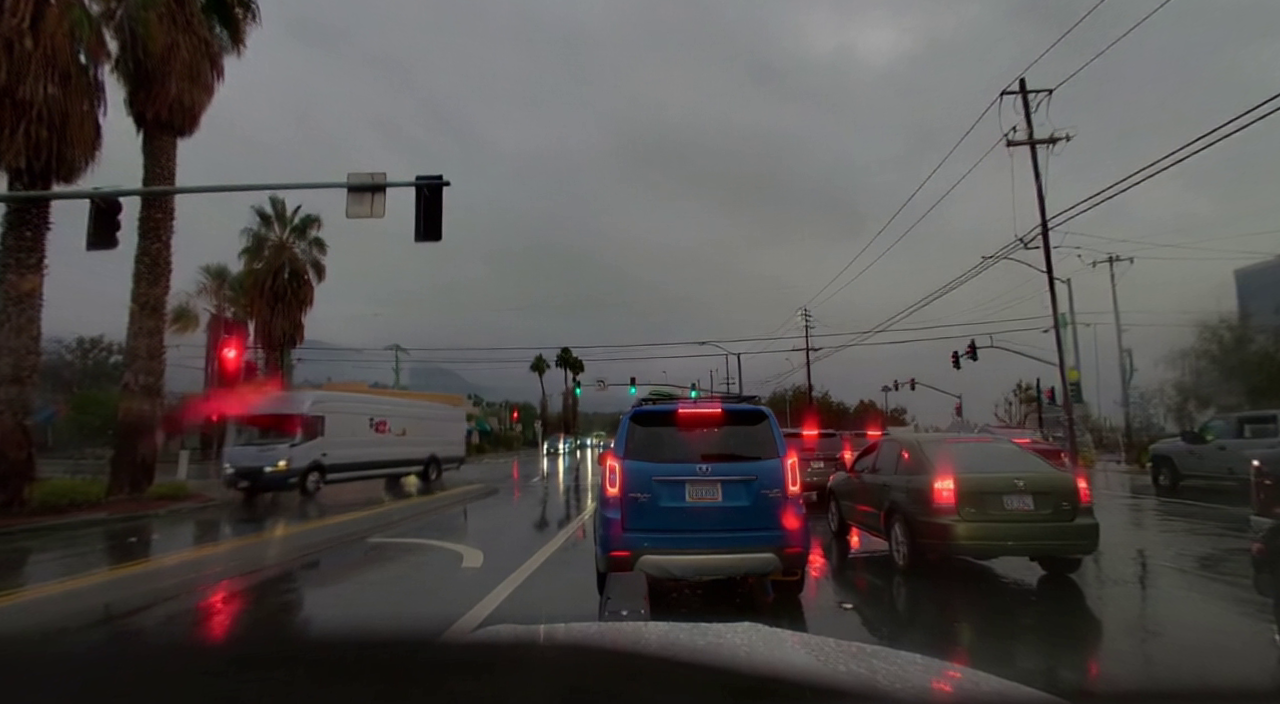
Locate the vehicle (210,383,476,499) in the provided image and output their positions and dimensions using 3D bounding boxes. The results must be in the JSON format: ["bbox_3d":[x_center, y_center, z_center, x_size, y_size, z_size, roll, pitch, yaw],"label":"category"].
[{"bbox_3d":[-11.654,3.865,27.079,2.973,3.889,11.535,-3,-9,19],"label":"vehicle"}]

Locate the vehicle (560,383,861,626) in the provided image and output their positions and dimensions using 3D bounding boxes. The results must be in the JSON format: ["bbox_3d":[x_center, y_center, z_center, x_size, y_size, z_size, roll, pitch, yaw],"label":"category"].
[{"bbox_3d":[0.445,1.440,6.885,2.228,1.780,4.269,0,-9,-2],"label":"vehicle"}]

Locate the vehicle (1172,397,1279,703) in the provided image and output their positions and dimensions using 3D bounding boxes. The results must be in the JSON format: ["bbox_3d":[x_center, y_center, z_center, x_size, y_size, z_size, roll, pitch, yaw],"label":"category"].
[{"bbox_3d":[3.358,0.654,0.672,1.805,1.485,4.348,0,-9,1],"label":"vehicle"}]

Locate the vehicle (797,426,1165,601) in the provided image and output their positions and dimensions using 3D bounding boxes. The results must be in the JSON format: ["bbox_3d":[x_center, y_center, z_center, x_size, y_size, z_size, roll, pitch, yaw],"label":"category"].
[{"bbox_3d":[3.430,1.687,7.515,1.895,1.456,4.255,0,-9,-2],"label":"vehicle"}]
